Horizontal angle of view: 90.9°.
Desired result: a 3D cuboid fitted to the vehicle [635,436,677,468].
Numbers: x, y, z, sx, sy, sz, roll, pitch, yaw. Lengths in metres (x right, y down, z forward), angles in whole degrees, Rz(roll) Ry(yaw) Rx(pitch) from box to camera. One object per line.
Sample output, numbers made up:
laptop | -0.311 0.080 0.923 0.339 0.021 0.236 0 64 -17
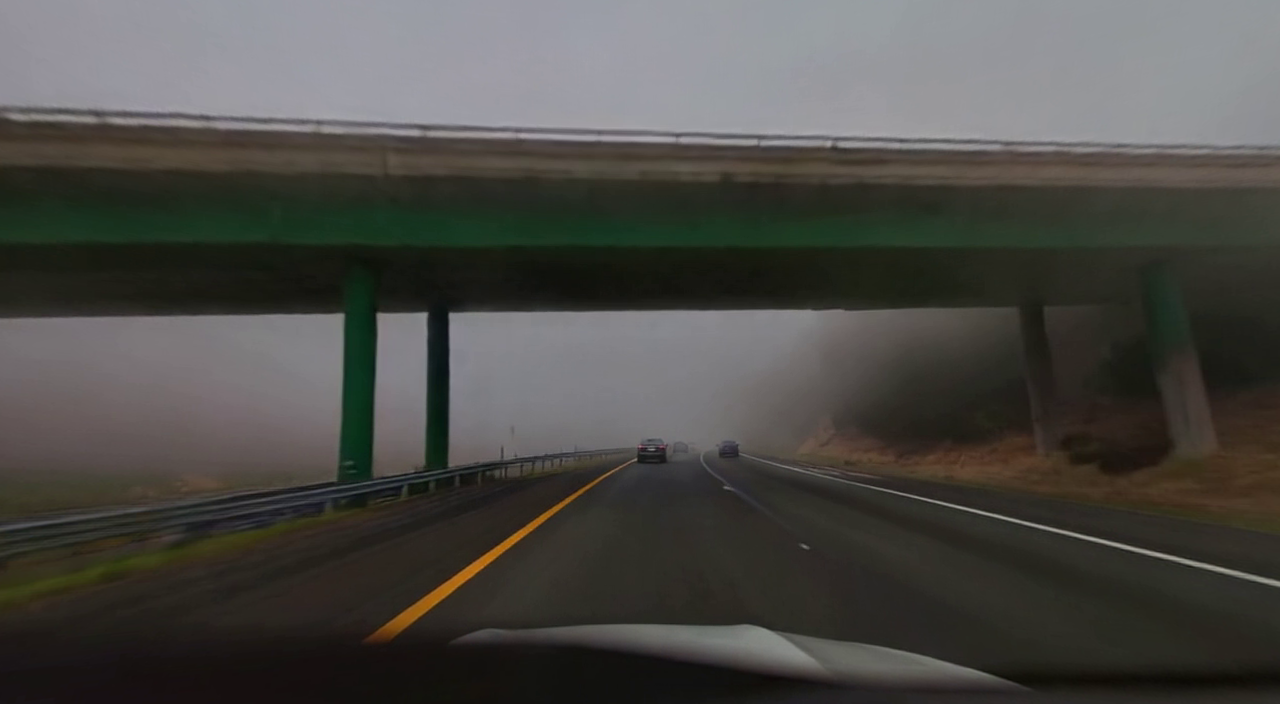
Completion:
vehicle | 0.849 4.939 31.327 1.993 1.461 3.812 -1 -8 3
